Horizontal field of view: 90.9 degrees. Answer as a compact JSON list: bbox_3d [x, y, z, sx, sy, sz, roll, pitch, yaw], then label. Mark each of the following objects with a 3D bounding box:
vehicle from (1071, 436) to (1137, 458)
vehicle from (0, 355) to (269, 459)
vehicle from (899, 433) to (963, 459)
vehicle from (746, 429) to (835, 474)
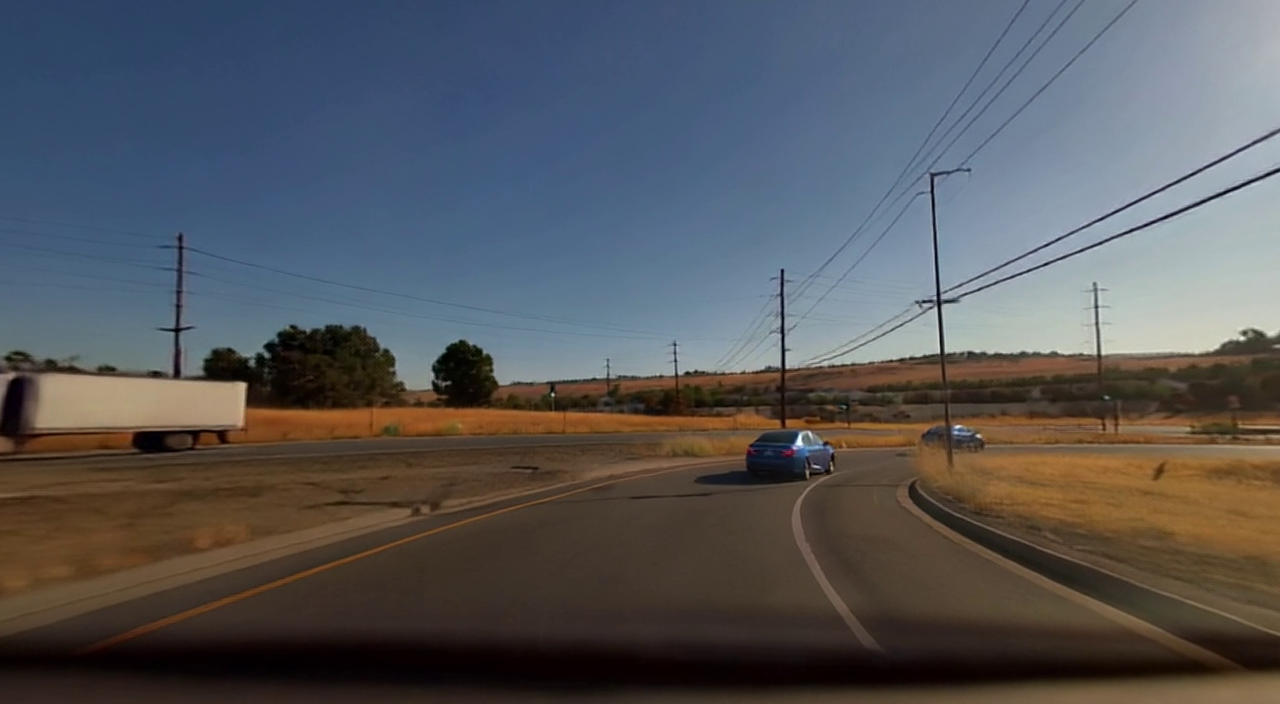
[{"bbox_3d":[34.667,7.095,47.099,4.102,1.552,1.931,3,-9,-21],"label":"vehicle"},{"bbox_3d":[-22.614,2.695,28.570,2.808,3.992,9.356,-8,-11,44],"label":"vehicle"},{"bbox_3d":[17.672,5.669,38.252,4.307,1.465,1.836,7,-11,-41],"label":"vehicle"},{"bbox_3d":[5.427,3.494,22.372,2.026,1.407,4.374,-4,-9,27],"label":"vehicle"}]
